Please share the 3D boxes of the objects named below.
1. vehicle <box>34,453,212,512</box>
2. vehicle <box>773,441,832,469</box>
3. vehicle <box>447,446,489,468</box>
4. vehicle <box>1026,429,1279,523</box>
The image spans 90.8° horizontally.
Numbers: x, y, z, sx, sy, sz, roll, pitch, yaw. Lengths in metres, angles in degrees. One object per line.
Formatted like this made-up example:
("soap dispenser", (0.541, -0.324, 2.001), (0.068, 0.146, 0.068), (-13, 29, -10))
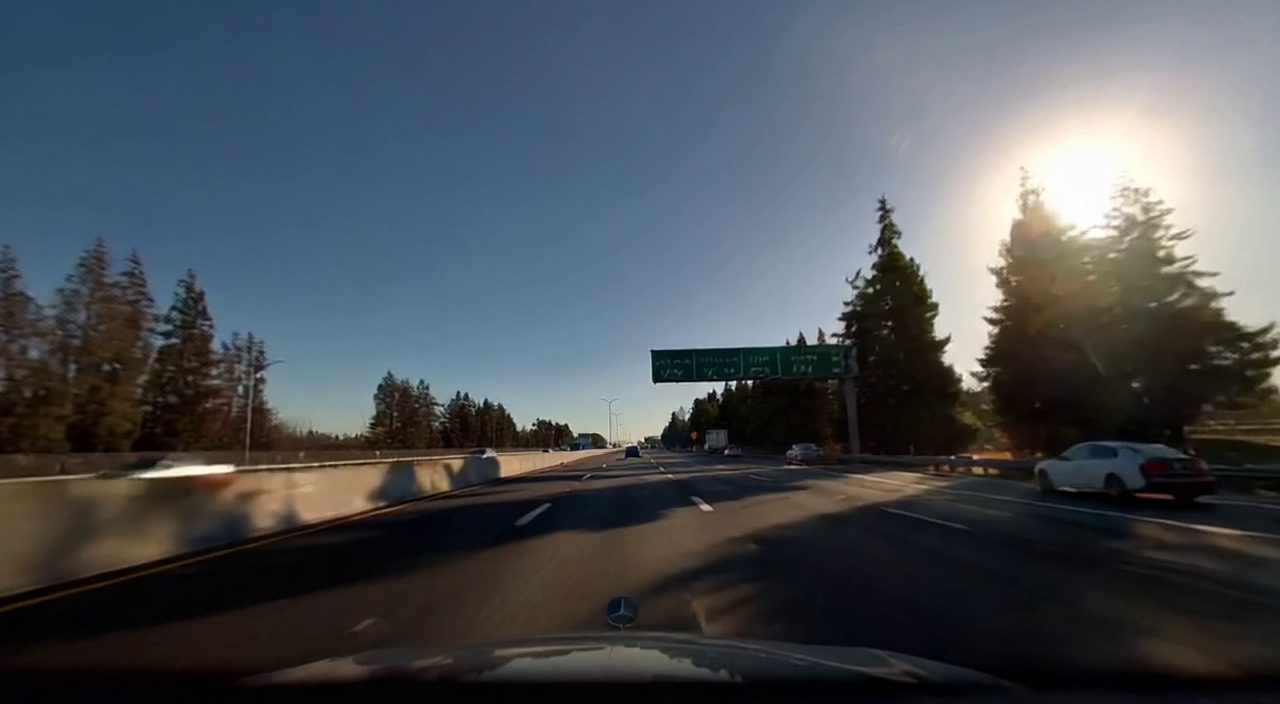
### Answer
("vehicle", (-14.697, 3.686, 18.286), (1.895, 1.444, 3.835), (0, -9, 0))
("vehicle", (9.426, 6.017, 37.056), (2.075, 1.496, 4.573), (0, -9, -2))
("vehicle", (-10.623, 6.485, 39.196), (1.563, 1.226, 3.690), (1, -8, -1))
("vehicle", (10.488, 2.421, 12.972), (1.962, 1.536, 4.945), (0, -9, -1))
